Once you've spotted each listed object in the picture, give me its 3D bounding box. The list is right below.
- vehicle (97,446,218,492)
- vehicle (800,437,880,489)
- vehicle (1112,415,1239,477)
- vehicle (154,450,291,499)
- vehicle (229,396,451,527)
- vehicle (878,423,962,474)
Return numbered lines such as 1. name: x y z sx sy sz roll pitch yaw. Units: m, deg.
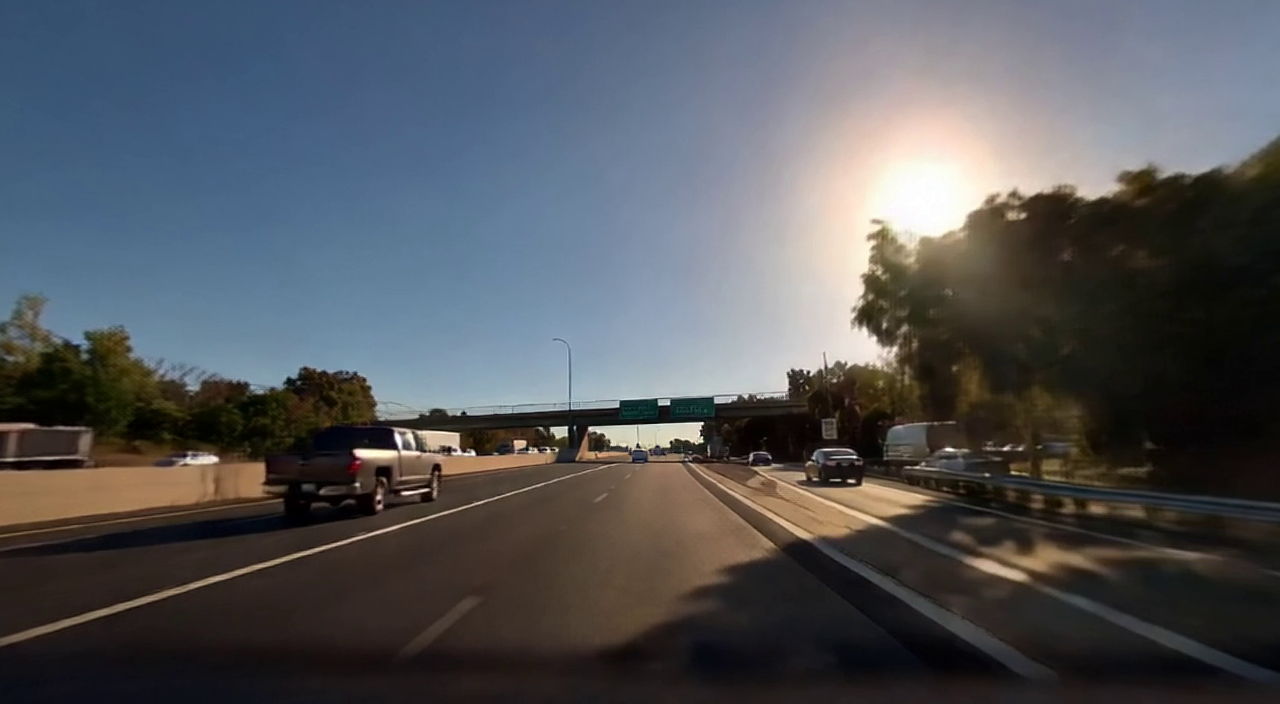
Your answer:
1. vehicle: -23.241 5.605 30.682 1.846 1.998 4.958 0 -8 1
2. vehicle: 8.228 4.576 26.363 2.146 1.929 4.388 -1 -8 4
3. vehicle: 35.648 6.368 42.688 3.045 3.620 10.905 -4 -9 22
4. vehicle: -15.738 4.596 24.121 2.113 1.640 4.337 0 -8 2
5. vehicle: -6.326 2.400 14.314 2.264 2.379 5.248 0 -8 2
6. vehicle: 21.350 7.419 48.742 3.022 3.547 8.645 -1 -8 4
